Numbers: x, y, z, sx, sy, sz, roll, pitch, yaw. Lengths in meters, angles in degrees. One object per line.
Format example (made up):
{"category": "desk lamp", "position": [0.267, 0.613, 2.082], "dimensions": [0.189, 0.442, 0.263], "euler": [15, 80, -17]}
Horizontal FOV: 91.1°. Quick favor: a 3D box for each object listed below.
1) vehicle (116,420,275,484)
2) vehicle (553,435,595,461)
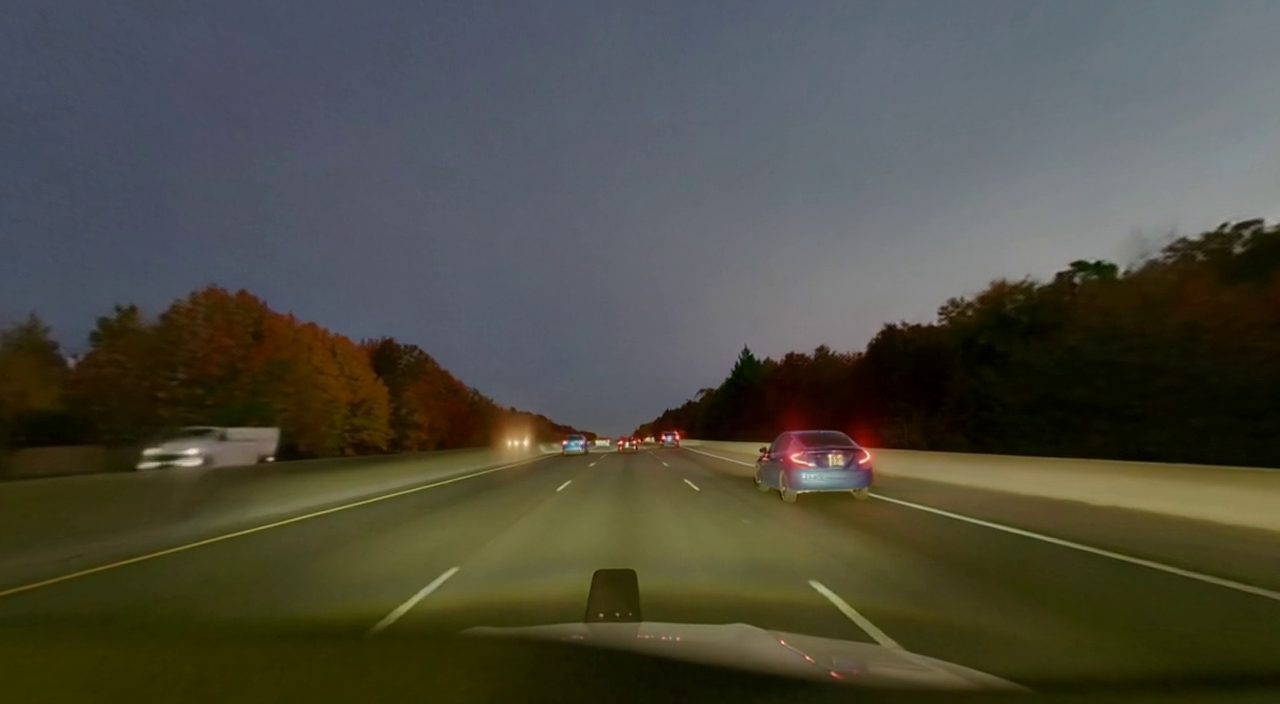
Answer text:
{"category": "vehicle", "position": [-19.973, 4.524, 28.853], "dimensions": [2.331, 2.541, 6.872], "euler": [0, -8, -1]}
{"category": "vehicle", "position": [-4.038, 5.929, 39.092], "dimensions": [2.103, 1.507, 4.367], "euler": [0, -8, 0]}
